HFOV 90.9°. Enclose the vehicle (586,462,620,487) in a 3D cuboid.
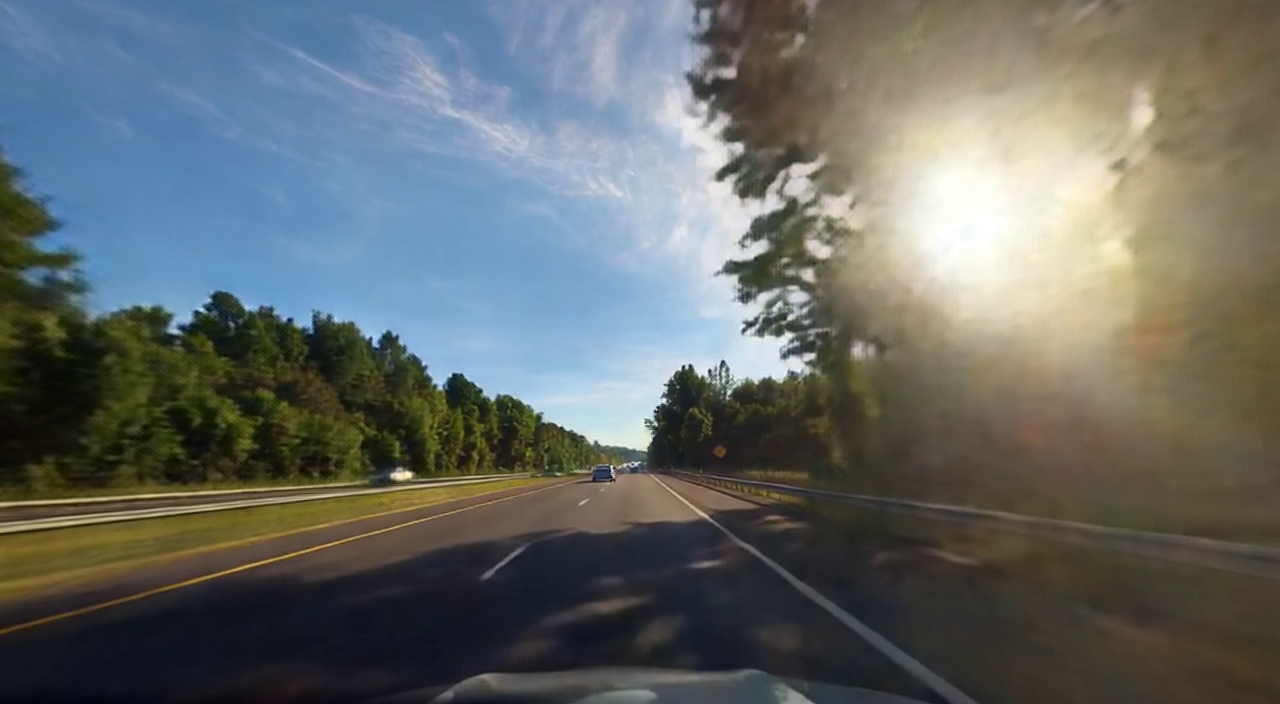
[{"bbox_3d":[-2.467,8.294,42.790,1.900,1.550,4.146,0,-10,2],"label":"vehicle"}]
